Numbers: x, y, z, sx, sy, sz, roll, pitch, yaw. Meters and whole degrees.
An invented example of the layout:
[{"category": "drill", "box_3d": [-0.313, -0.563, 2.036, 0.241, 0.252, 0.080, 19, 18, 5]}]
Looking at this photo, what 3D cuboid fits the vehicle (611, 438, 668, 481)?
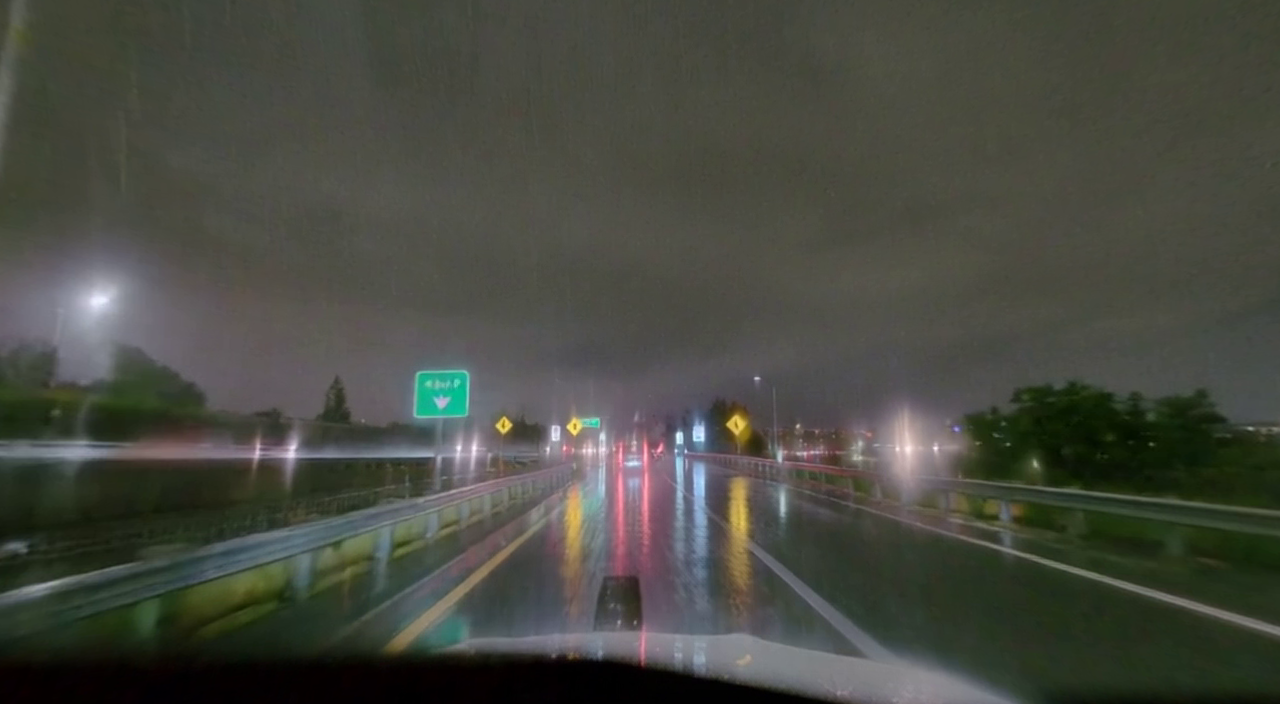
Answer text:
[{"category": "vehicle", "box_3d": [-0.032, 4.119, 24.211, 2.006, 1.486, 3.950, 0, -9, -1]}]
